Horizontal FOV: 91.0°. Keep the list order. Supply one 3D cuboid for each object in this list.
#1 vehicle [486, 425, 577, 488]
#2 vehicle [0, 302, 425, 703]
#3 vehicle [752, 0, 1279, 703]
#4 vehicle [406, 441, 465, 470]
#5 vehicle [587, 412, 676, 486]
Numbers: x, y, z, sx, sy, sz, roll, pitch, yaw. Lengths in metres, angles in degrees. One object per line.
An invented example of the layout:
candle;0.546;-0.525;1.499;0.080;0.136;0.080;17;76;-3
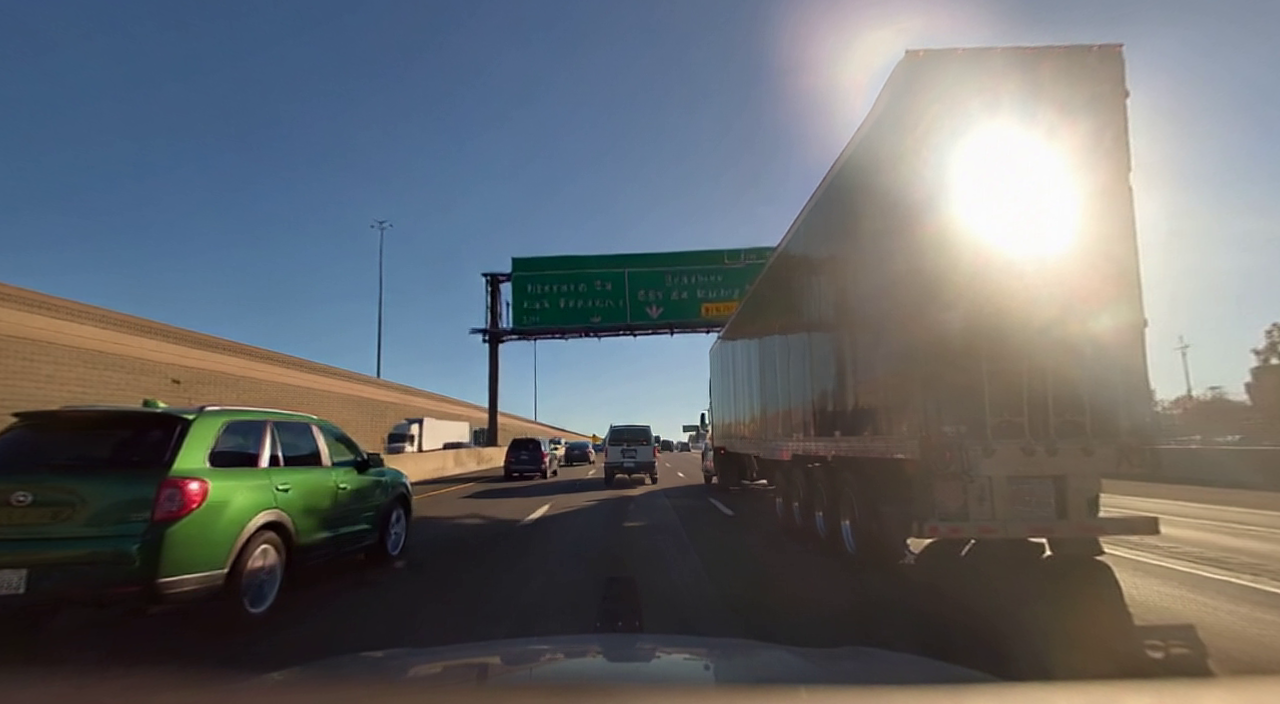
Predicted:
vehicle;-3.413;3.407;20.815;2.120;1.812;4.659;0;-8;1
vehicle;-3.427;1.022;4.241;2.193;1.803;4.958;0;-8;0
vehicle;3.592;-0.172;4.020;2.852;4.121;16.210;0;-8;0
vehicle;-11.977;6.071;37.196;1.927;1.618;4.545;0;-8;1
vehicle;-0.281;3.392;22.205;2.704;2.216;5.804;0;-8;0
